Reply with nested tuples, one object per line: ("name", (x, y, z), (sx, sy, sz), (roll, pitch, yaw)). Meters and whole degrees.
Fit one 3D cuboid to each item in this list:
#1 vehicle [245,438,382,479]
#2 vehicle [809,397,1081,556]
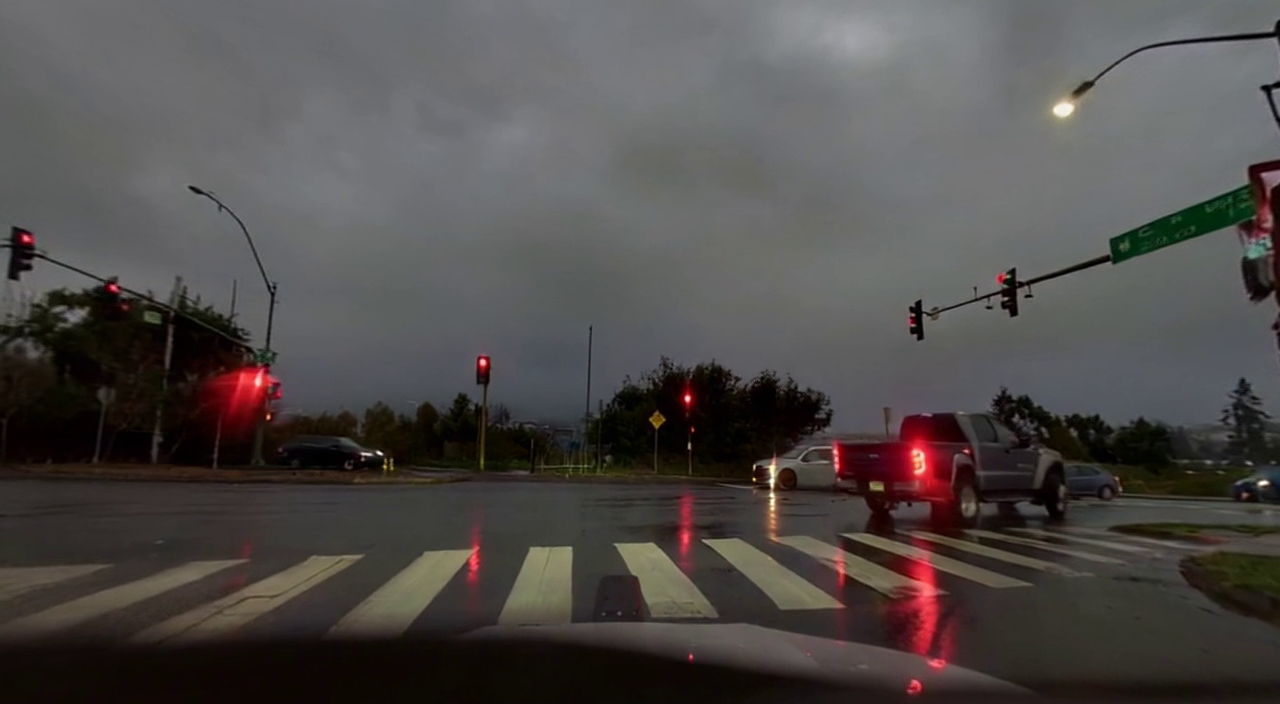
("vehicle", (-13.554, 4.424, 26.474), (1.964, 1.525, 4.750), (-4, -10, 28))
("vehicle", (6.359, 2.357, 12.755), (5.978, 2.400, 2.851), (8, -12, -43))
